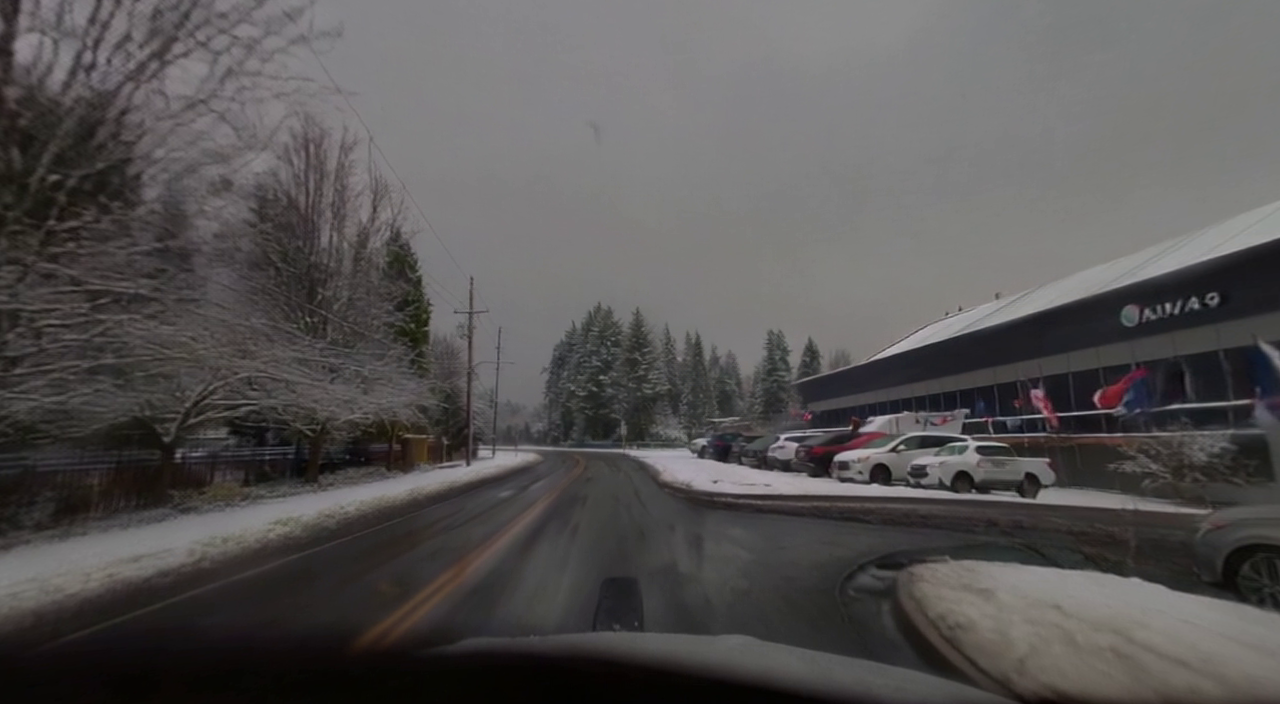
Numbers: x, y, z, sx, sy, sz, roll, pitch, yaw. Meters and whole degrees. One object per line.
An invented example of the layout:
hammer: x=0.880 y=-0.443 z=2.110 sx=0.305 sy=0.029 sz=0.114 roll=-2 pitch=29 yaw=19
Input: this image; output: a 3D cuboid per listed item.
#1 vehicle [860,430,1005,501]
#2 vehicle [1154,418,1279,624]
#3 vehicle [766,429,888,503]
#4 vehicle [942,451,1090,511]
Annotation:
vehicle: x=8.029 y=3.161 z=17.846 sx=1.924 sy=1.713 sz=4.627 roll=-1 pitch=-9 yaw=1
vehicle: x=7.555 y=1.470 z=5.170 sx=2.113 sy=1.945 sz=4.546 roll=3 pitch=-9 yaw=-19
vehicle: x=5.235 y=3.243 z=18.303 sx=1.977 sy=1.860 sz=4.237 roll=0 pitch=-9 yaw=-4
vehicle: x=10.541 y=3.601 z=18.014 sx=1.819 sy=1.494 sz=3.834 roll=0 pitch=-9 yaw=0
